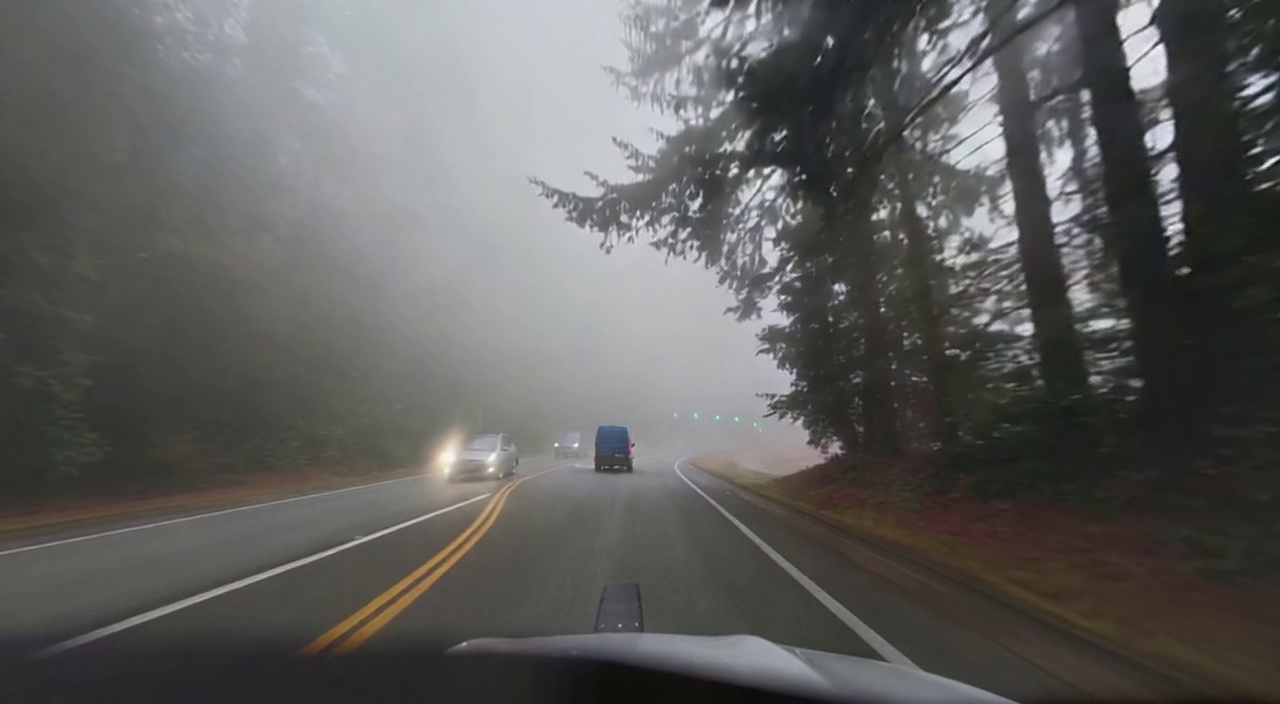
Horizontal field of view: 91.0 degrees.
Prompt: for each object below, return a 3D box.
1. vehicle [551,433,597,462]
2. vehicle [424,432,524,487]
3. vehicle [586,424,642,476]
[{"bbox_3d":[-4.878,7.192,47.491,2.295,1.981,5.836,-1,-8,6],"label":"vehicle"},{"bbox_3d":[-5.410,3.566,21.182,2.051,1.648,4.451,0,-8,2],"label":"vehicle"},{"bbox_3d":[-1.149,4.564,29.491,2.362,2.185,5.212,0,-8,-1],"label":"vehicle"}]
